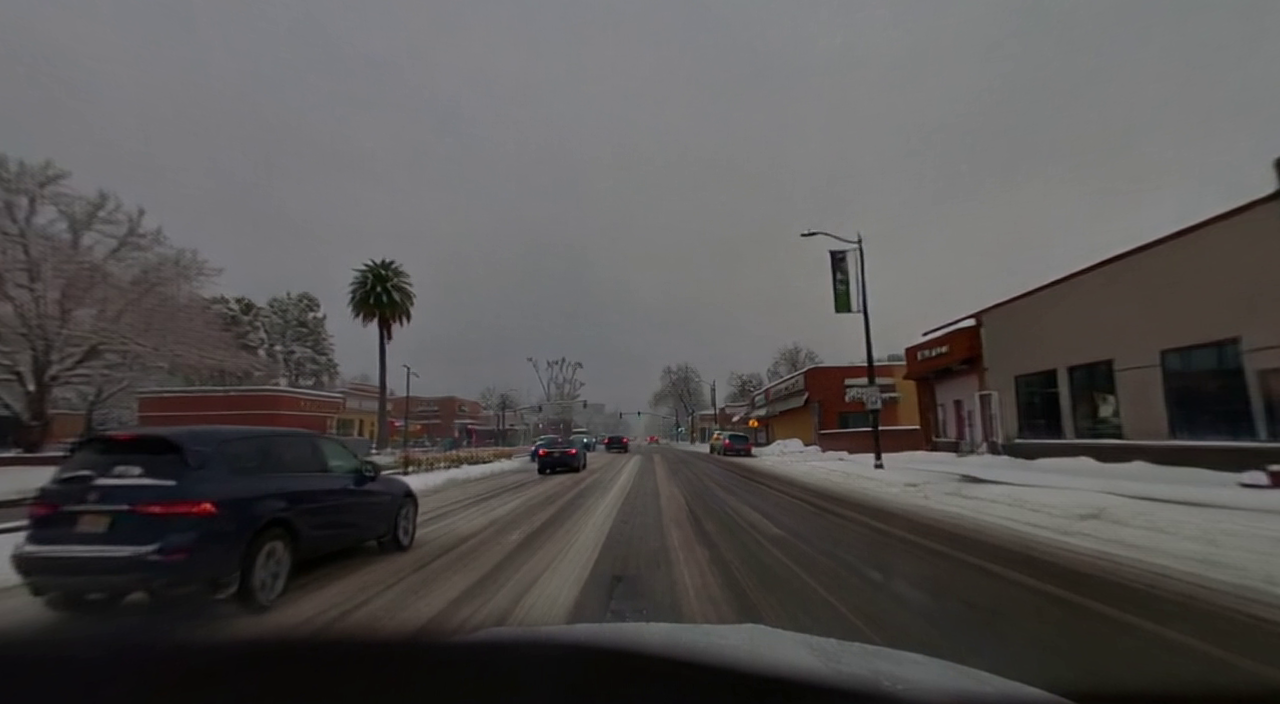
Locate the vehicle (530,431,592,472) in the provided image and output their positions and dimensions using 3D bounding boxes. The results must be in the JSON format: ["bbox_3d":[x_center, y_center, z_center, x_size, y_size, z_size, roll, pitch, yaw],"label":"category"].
[{"bbox_3d":[-3.298,4.257,27.135,2.024,1.636,4.121,0,-8,1],"label":"vehicle"}]

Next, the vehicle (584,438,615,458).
[{"bbox_3d":[-3.092,7.470,49.239,2.044,1.462,4.624,0,-8,1],"label":"vehicle"}]

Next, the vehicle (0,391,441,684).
[{"bbox_3d":[-3.535,1.284,5.560,2.032,1.511,4.424,0,-8,1],"label":"vehicle"}]
